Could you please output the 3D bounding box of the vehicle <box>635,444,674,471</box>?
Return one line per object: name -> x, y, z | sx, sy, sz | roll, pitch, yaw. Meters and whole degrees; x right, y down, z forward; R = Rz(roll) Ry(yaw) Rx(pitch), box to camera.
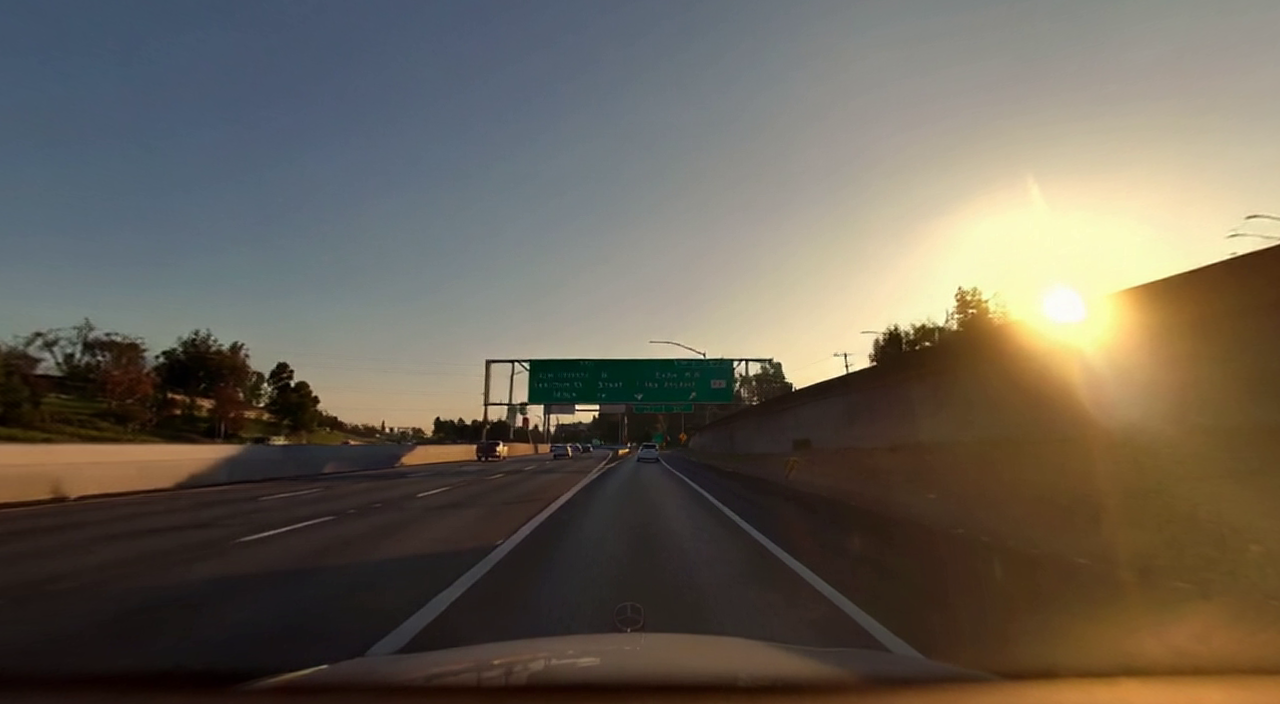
vehicle -> 0.777, 6.037, 36.444 | 2.137, 1.461, 3.999 | 0, -8, 0
